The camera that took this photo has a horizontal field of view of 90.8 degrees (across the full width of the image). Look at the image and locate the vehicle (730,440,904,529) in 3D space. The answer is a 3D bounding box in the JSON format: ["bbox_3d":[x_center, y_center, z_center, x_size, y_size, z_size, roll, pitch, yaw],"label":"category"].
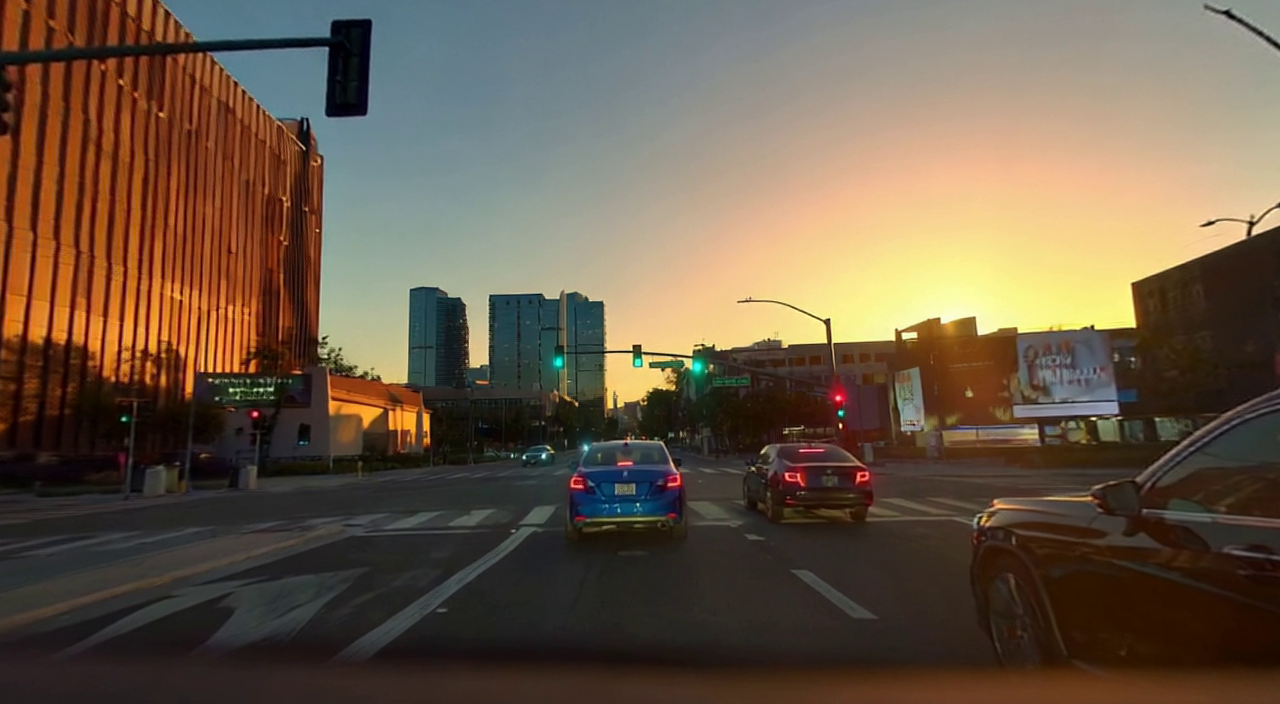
[{"bbox_3d":[3.175,2.466,12.461,2.009,1.414,4.416,0,-8,-2],"label":"vehicle"}]

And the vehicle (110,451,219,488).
[{"bbox_3d":[-27.550,6.804,36.875,2.300,1.932,5.056,-1,-9,2],"label":"vehicle"}]

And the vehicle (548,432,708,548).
[{"bbox_3d":[-0.177,2.105,10.307,2.095,1.502,3.873,0,-8,-1],"label":"vehicle"}]

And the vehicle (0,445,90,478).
[{"bbox_3d":[-35.715,6.356,37.022,2.145,1.797,5.198,-1,-8,1],"label":"vehicle"}]

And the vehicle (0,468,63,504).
[{"bbox_3d":[-28.055,6.102,28.967,1.972,1.433,4.324,8,-12,-39],"label":"vehicle"}]

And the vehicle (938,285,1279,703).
[{"bbox_3d":[2.990,0.683,1.879,2.047,1.785,4.357,0,-8,0],"label":"vehicle"}]

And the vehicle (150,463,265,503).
[{"bbox_3d":[-19.130,5.786,28.237,1.942,1.453,4.448,0,-8,0],"label":"vehicle"}]
